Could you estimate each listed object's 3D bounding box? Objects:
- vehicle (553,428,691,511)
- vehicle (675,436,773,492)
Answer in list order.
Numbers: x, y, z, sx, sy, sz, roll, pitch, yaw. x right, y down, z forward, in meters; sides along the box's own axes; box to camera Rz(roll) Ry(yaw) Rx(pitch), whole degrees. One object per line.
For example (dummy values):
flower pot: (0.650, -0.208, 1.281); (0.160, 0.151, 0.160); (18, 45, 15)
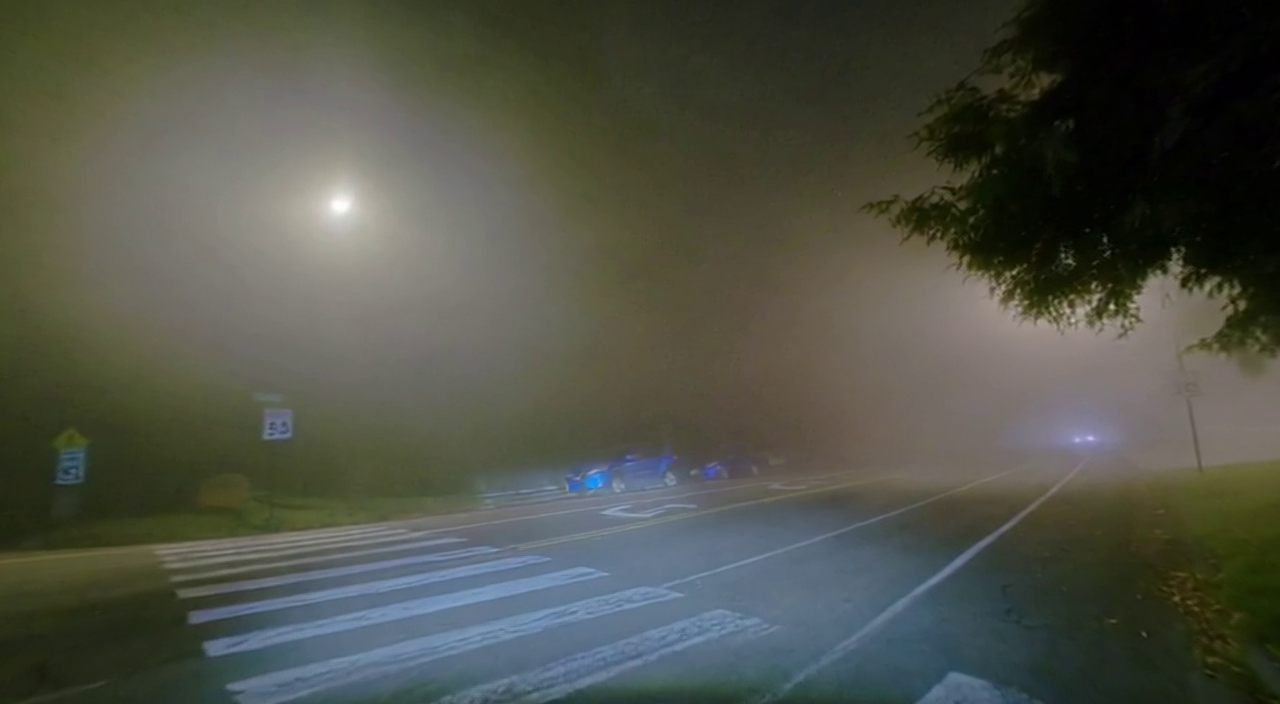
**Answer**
vehicle: (-0.483, 4.130, 22.707); (2.159, 1.959, 5.179); (-11, -5, 33)
vehicle: (3.792, 4.917, 27.956); (2.087, 1.700, 4.467); (-11, -6, 38)
